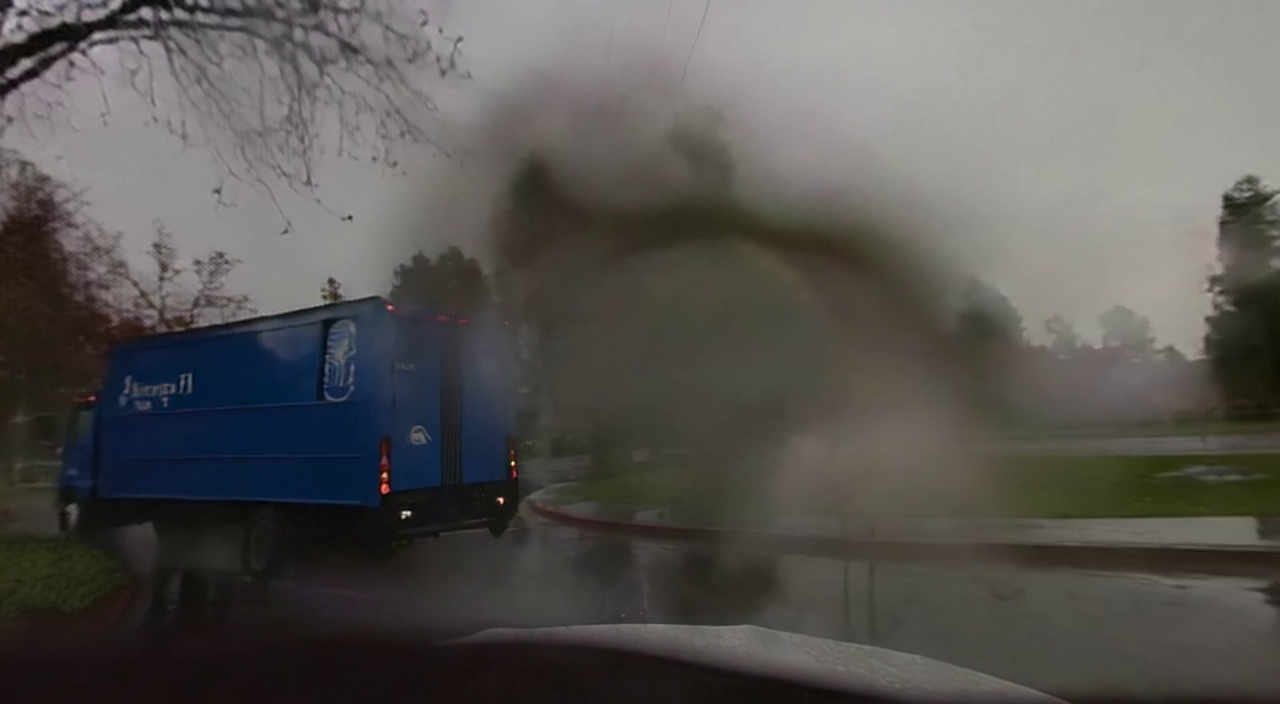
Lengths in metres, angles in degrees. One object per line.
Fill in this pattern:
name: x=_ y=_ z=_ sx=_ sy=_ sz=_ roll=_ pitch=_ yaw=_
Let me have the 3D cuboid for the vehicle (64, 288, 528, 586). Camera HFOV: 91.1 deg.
vehicle: x=-6.499 y=1.458 z=10.959 sx=9.680 sy=3.326 sz=2.838 roll=-6 pitch=-10 yaw=34
